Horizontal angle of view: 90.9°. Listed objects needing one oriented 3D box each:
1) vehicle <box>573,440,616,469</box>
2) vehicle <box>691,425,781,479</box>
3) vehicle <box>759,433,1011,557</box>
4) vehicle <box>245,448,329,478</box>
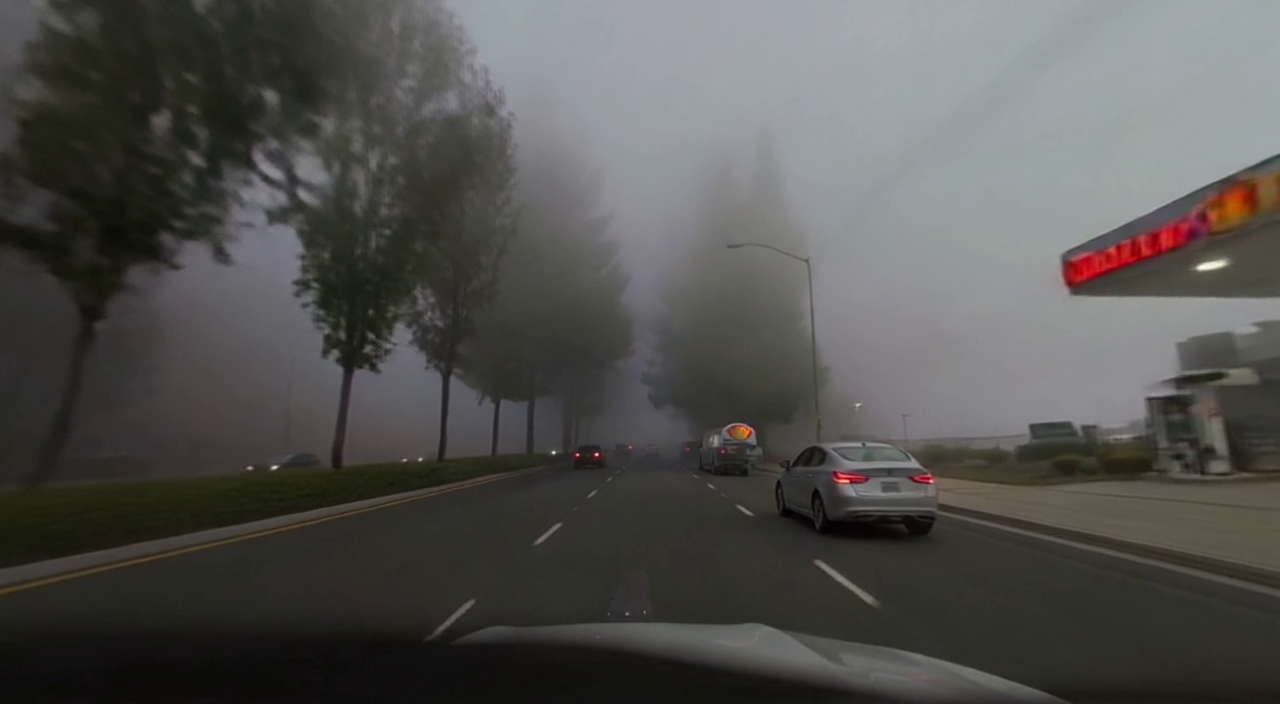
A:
[{"bbox_3d":[-2.850,6.547,40.526,2.250,1.713,4.422,0,-8,2],"label":"vehicle"},{"bbox_3d":[4.243,4.632,29.451,3.245,2.199,6.295,0,-8,0],"label":"vehicle"},{"bbox_3d":[3.389,2.069,9.960,2.095,1.475,4.686,0,-9,0],"label":"vehicle"},{"bbox_3d":[-21.367,6.705,38.380,2.106,1.660,4.699,-1,-9,4],"label":"vehicle"}]
